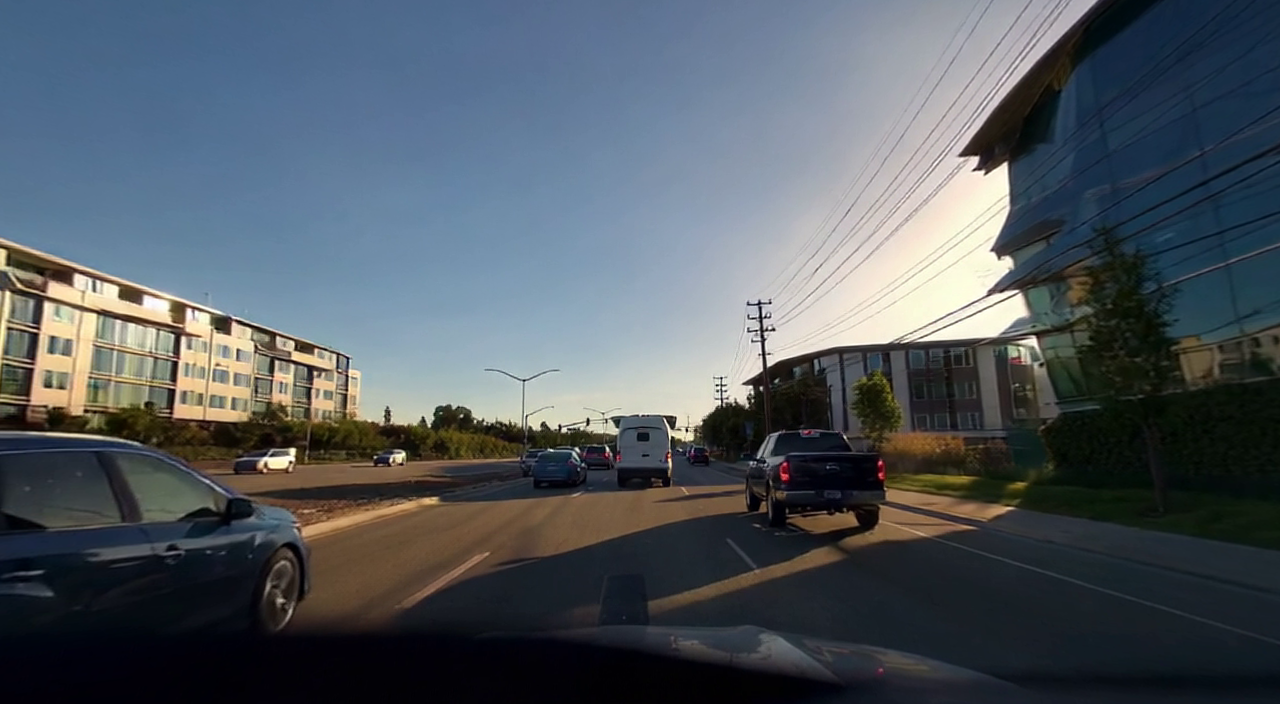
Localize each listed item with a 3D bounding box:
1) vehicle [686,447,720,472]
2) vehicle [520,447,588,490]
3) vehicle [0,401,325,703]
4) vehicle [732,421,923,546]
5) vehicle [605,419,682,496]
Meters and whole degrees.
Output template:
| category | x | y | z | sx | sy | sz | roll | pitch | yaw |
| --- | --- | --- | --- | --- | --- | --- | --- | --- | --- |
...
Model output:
| category | x | y | z | sx | sy | sz | roll | pitch | yaw |
| --- | --- | --- | --- | --- | --- | --- | --- | --- | --- |
| vehicle | 4.450 | 7.582 | 44.605 | 2.092 | 1.696 | 4.218 | 0 | -8 | 2 |
| vehicle | -3.360 | 4.646 | 25.416 | 1.984 | 1.567 | 4.311 | 0 | -8 | 2 |
| vehicle | -3.604 | 1.129 | 3.245 | 1.934 | 1.643 | 3.718 | 0 | -8 | 1 |
| vehicle | 3.246 | 2.384 | 12.058 | 2.283 | 1.923 | 4.427 | 0 | -8 | 0 |
| vehicle | 0.258 | 3.816 | 23.037 | 2.457 | 2.440 | 5.486 | 0 | -8 | 3 |
